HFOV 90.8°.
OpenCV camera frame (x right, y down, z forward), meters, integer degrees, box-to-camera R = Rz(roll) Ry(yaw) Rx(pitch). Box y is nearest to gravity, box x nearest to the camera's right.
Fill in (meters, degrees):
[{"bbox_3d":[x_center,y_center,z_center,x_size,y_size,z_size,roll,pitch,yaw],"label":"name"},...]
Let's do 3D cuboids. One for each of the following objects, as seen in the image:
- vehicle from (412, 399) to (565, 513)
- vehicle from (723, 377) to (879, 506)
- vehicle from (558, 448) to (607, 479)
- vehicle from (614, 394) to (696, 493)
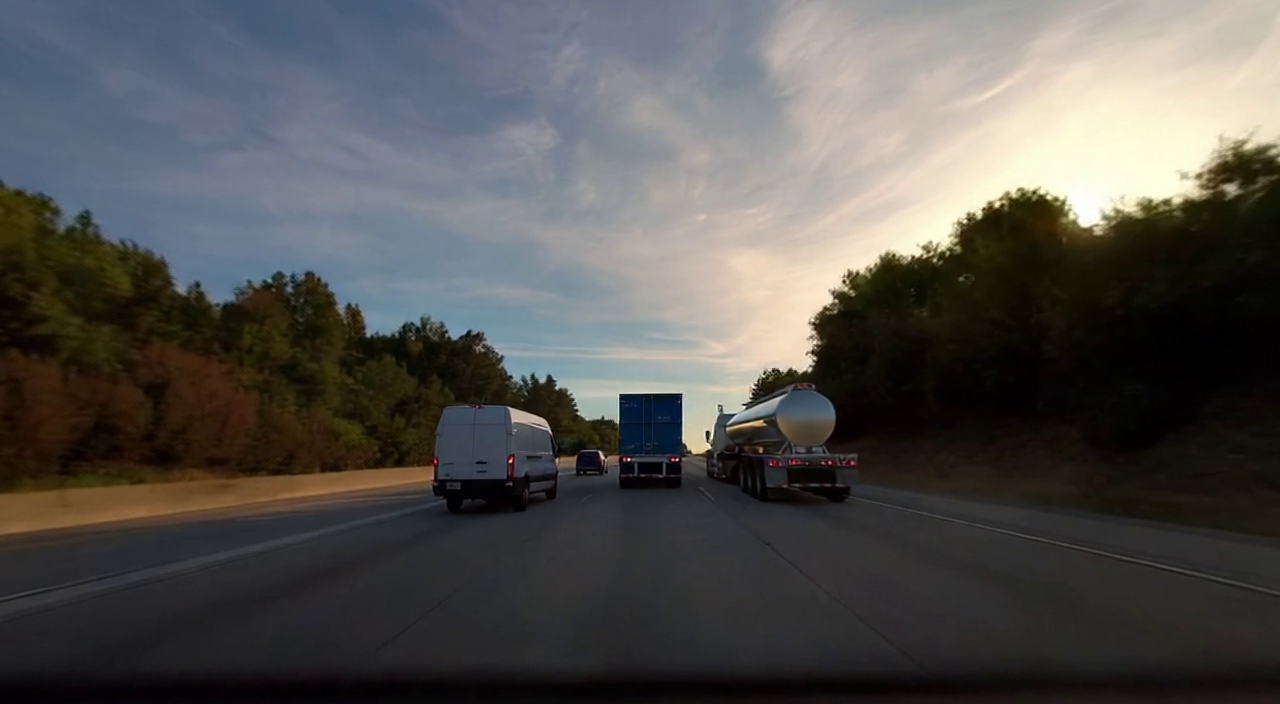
[{"bbox_3d":[-3.831,2.874,17.637,2.525,2.572,6.260,0,-9,2],"label":"vehicle"},{"bbox_3d":[5.150,3.321,23.023,2.706,3.500,11.483,0,-9,0],"label":"vehicle"},{"bbox_3d":[-3.194,6.308,35.918,2.134,1.652,4.439,-1,-9,3],"label":"vehicle"},{"bbox_3d":[0.332,3.983,26.869,2.773,3.455,9.118,0,-9,-3],"label":"vehicle"}]
